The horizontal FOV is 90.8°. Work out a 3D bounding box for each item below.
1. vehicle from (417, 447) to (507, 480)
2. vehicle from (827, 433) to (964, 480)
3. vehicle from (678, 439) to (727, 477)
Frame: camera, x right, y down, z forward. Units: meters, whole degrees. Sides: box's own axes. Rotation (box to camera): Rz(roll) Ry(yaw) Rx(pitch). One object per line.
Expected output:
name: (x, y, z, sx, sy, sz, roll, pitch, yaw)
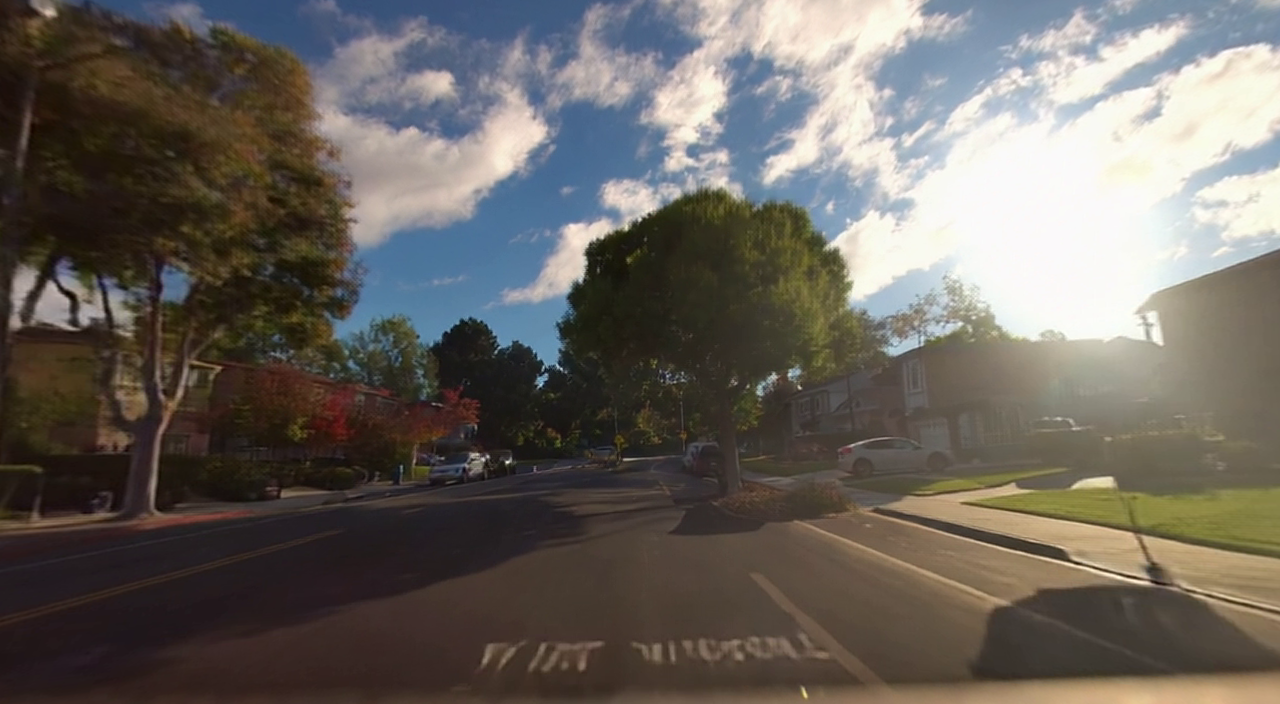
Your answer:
vehicle: (-10.389, 6.486, 37.061, 4.620, 1.695, 2.004, 5, -11, -39)
vehicle: (10.405, 4.275, 25.991, 4.733, 1.843, 2.005, 0, -9, 1)
vehicle: (3.347, 5.802, 34.834, 2.051, 1.925, 4.625, 0, -9, -3)
